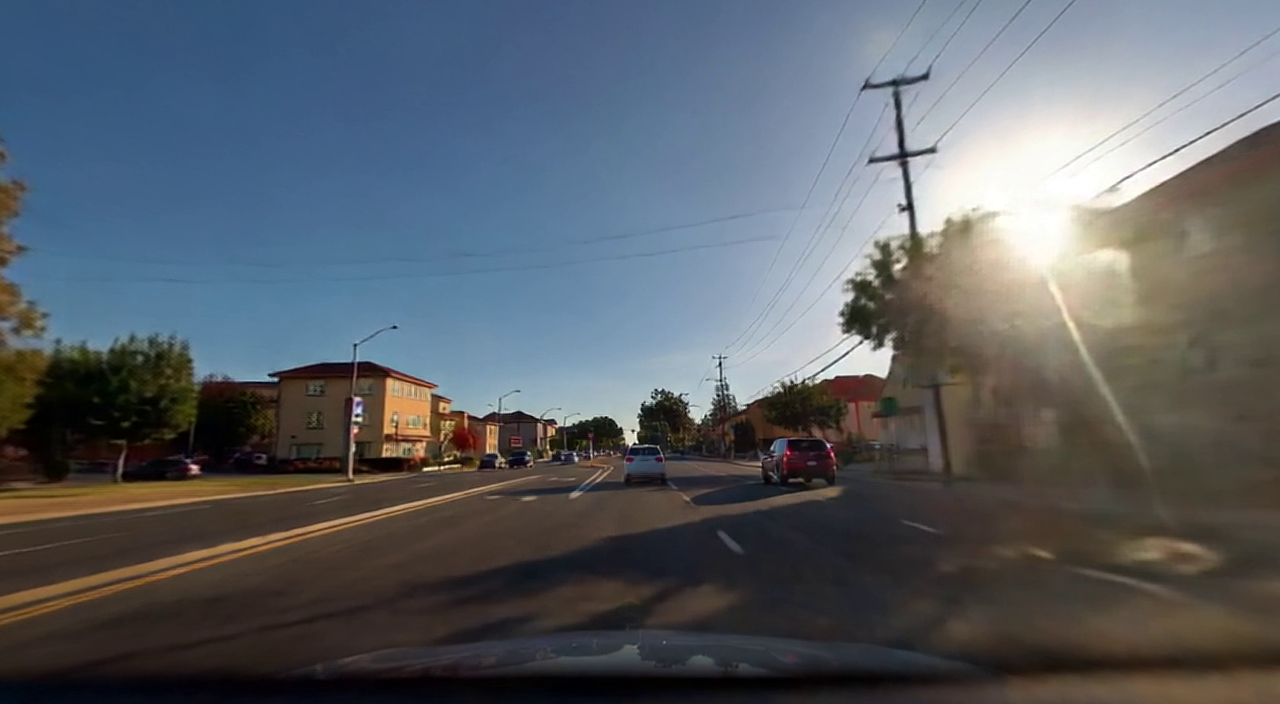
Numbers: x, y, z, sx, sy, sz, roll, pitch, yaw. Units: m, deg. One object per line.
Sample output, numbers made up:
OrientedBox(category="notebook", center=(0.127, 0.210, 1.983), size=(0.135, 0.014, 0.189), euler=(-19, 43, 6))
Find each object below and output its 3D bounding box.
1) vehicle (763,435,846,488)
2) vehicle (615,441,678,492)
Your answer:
OrientedBox(category="vehicle", center=(6.278, 4.229, 24.595), size=(2.061, 1.889, 4.268), euler=(0, -9, -1))
OrientedBox(category="vehicle", center=(0.188, 4.178, 23.375), size=(2.138, 1.702, 4.168), euler=(0, -9, -1))
